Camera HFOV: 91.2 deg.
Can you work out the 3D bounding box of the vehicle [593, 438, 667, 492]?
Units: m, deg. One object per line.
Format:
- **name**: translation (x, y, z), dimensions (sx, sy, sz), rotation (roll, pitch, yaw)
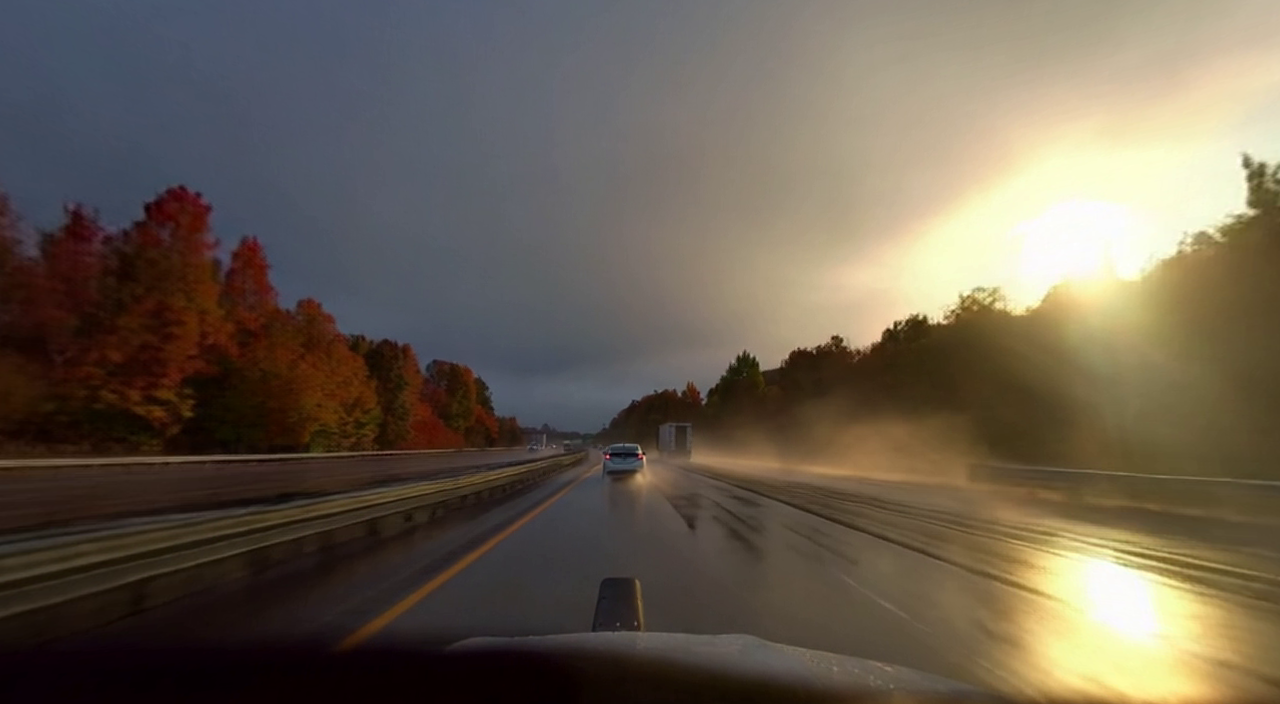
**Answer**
- **vehicle**: translation (-0.341, 3.538, 19.980), dimensions (2.099, 1.506, 4.097), rotation (0, -9, -1)
